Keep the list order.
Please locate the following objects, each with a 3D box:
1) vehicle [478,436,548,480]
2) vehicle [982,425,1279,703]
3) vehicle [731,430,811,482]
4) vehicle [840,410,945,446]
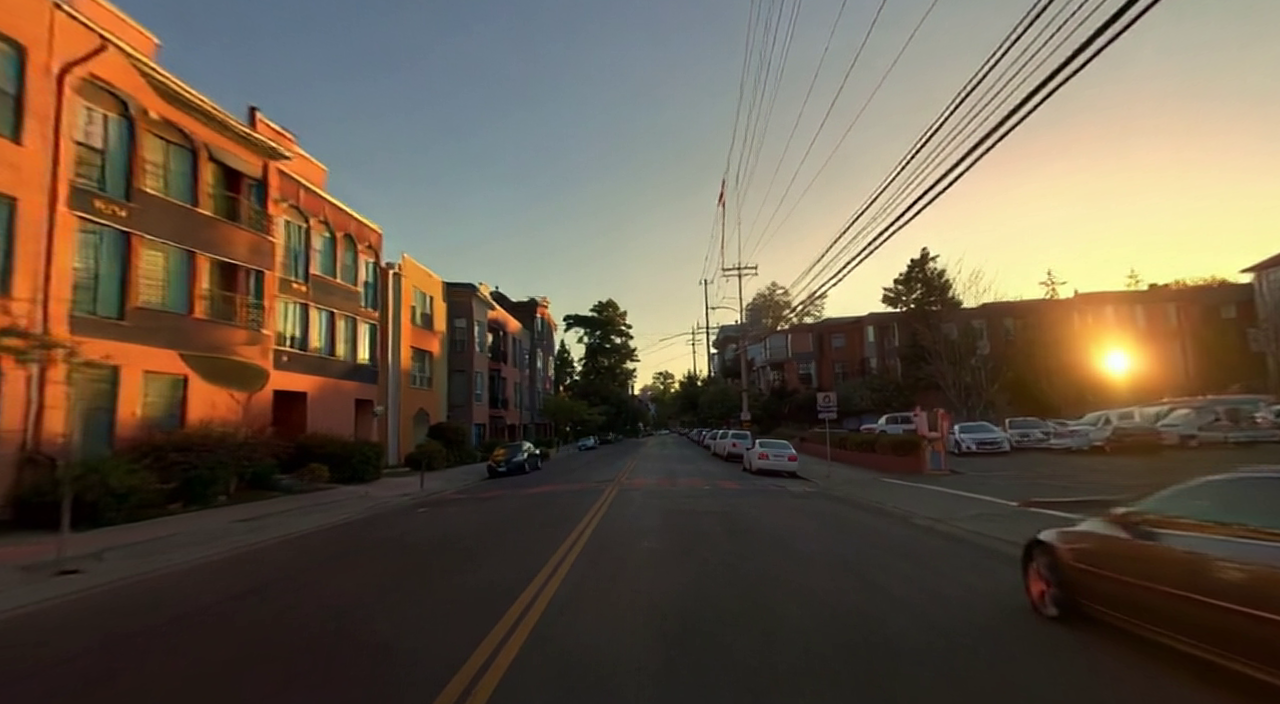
[{"bbox_3d":[-5.175,4.353,26.338,1.913,1.672,4.267,0,-8,2],"label":"vehicle"},{"bbox_3d":[3.821,1.059,2.869,1.928,1.440,4.738,0,-8,1],"label":"vehicle"},{"bbox_3d":[4.397,3.546,21.789,1.914,1.591,3.892,0,-8,0],"label":"vehicle"},{"bbox_3d":[14.088,4.341,35.639,2.152,1.875,5.778,3,-8,-19],"label":"vehicle"}]
